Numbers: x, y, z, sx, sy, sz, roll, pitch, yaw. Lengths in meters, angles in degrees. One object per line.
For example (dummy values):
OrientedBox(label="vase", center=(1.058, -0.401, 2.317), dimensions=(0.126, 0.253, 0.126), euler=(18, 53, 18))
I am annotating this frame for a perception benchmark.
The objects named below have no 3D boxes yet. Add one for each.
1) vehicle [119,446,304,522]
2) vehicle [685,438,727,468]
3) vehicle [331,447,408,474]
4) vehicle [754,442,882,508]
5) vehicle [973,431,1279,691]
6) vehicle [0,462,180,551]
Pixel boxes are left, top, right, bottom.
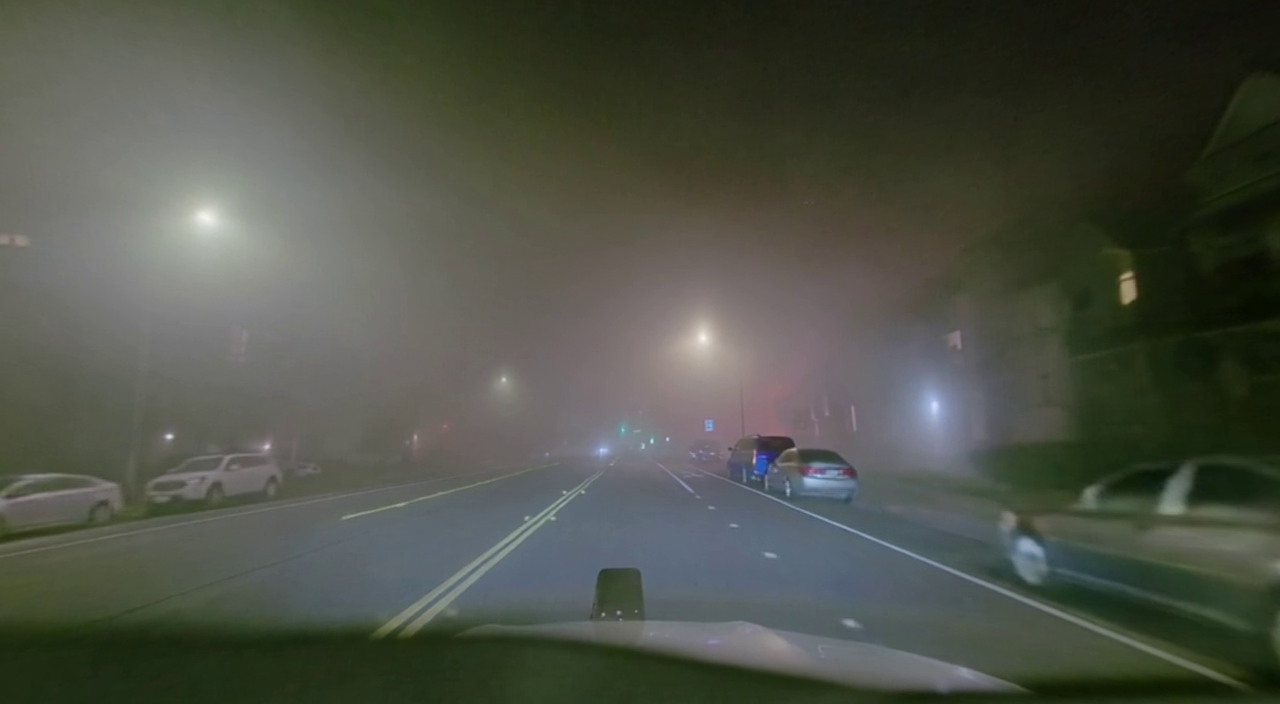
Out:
OrientedBox(label="vehicle", center=(-12.737, 3.888, 19.372), dimensions=(2.149, 1.865, 5.247), euler=(-3, -8, -2))
OrientedBox(label="vehicle", center=(4.290, 6.626, 41.716), dimensions=(2.052, 1.859, 4.778), euler=(1, -8, -3))
OrientedBox(label="vehicle", center=(-18.507, 7.404, 43.354), dimensions=(4.397, 1.768, 1.956), euler=(1, -8, -4))
OrientedBox(label="vehicle", center=(4.516, 3.172, 16.866), dimensions=(1.923, 1.493, 4.628), euler=(0, -8, -2))
OrientedBox(label="vehicle", center=(4.692, 1.331, 4.449), dimensions=(2.024, 1.491, 4.647), euler=(1, -8, -2))
OrientedBox(label="vehicle", center=(-12.695, 3.196, 13.715), dimensions=(1.954, 1.491, 4.633), euler=(0, -8, -1))
